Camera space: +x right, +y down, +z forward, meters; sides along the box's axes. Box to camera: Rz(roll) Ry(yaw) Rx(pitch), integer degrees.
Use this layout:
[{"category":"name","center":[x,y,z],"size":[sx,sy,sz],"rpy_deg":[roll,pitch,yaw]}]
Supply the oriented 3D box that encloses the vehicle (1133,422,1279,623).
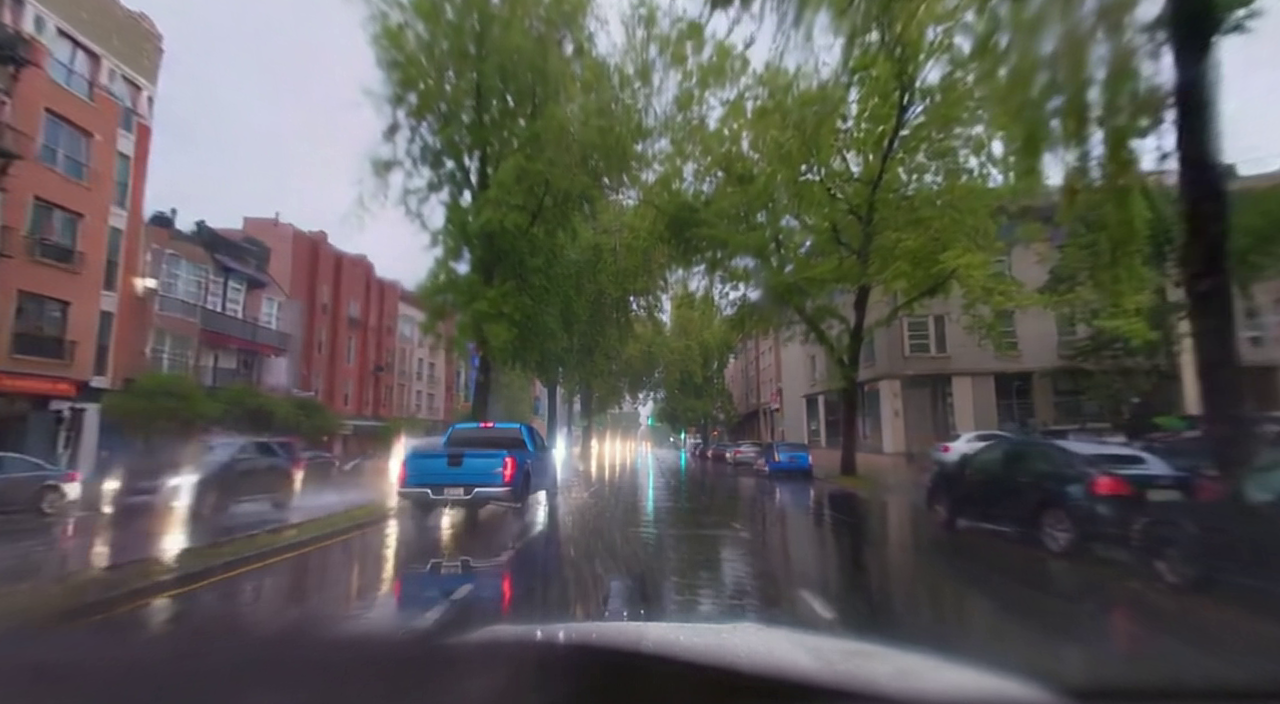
[{"category":"vehicle","center":[5.958,1.242,4.311],"size":[1.871,1.559,4.015],"rpy_deg":[0,-8,0]}]

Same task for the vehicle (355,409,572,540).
[{"category":"vehicle","center":[-2.735,2.094,11.449],"size":[2.197,1.786,5.365],"rpy_deg":[0,-8,2]}]

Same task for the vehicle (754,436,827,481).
[{"category":"vehicle","center":[6.198,4.422,26.518],"size":[1.928,1.679,4.716],"rpy_deg":[0,-8,1]}]

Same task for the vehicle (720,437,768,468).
[{"category":"vehicle","center":[6.186,6.053,38.015],"size":[2.018,1.743,4.529],"rpy_deg":[0,-8,-1]}]

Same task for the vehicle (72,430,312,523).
[{"category":"vehicle","center":[-10.043,2.800,14.806],"size":[2.095,1.784,4.769],"rpy_deg":[0,-8,0]}]

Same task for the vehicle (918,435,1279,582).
[{"category":"vehicle","center":[6.003,1.965,8.877],"size":[2.015,1.494,4.550],"rpy_deg":[0,-8,-1]}]
